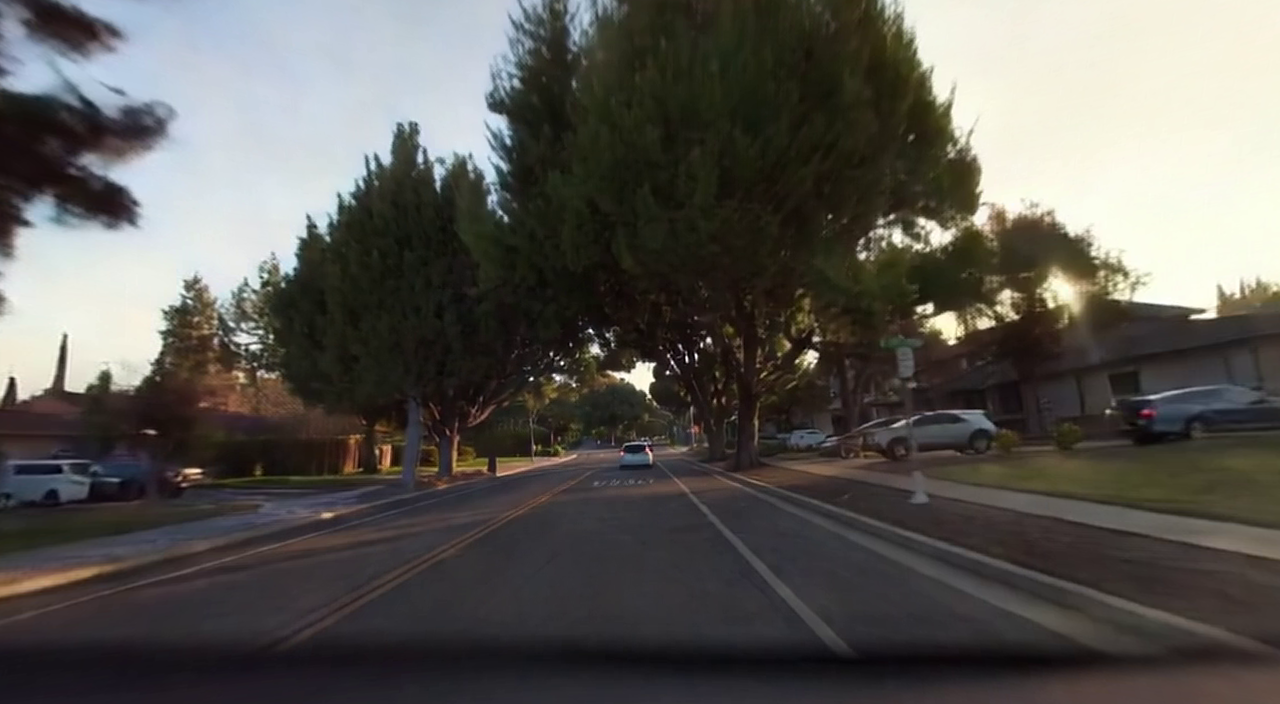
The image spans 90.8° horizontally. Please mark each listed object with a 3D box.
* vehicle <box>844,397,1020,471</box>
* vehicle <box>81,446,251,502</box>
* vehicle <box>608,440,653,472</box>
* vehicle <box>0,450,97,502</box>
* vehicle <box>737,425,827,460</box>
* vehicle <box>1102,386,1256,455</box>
[{"bbox_3d":[9.473,2.716,20.805,4.634,1.723,1.966,-7,-9,-3],"label":"vehicle"},{"bbox_3d":[-17.184,4.415,23.114,4.463,1.917,1.970,1,-9,-5],"label":"vehicle"},{"bbox_3d":[-0.477,5.157,31.471,2.098,1.483,4.099,0,-9,-1],"label":"vehicle"},{"bbox_3d":[-22.671,4.435,22.840,4.181,1.784,1.907,0,-9,-1],"label":"vehicle"},{"bbox_3d":[8.463,5.449,37.969,4.740,1.467,2.074,-6,-8,-3],"label":"vehicle"},{"bbox_3d":[15.478,1.934,18.096,4.462,1.699,2.145,2,-9,-35],"label":"vehicle"}]
